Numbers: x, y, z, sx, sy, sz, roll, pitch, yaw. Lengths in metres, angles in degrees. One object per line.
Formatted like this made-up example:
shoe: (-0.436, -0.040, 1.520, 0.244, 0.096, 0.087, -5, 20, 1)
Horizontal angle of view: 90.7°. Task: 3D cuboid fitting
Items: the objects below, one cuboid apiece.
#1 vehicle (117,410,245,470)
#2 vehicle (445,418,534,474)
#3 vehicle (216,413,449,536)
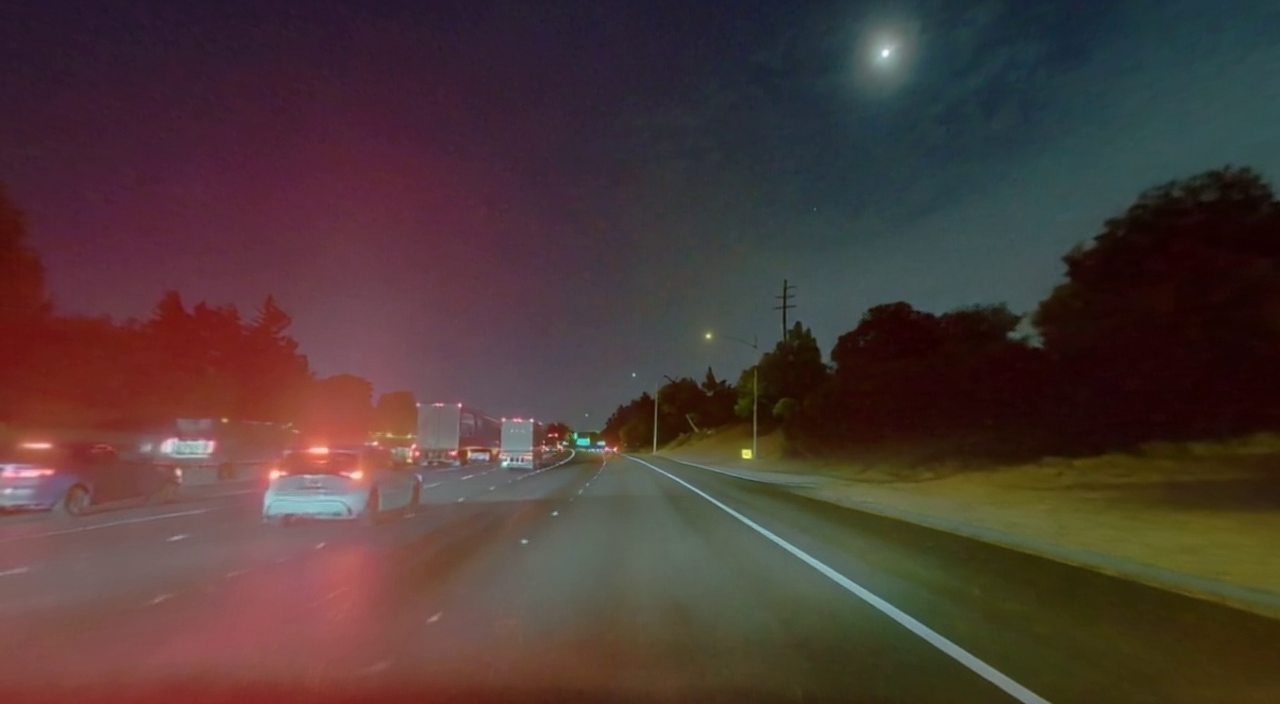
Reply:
vehicle: (-28.539, 5.595, 39.907, 2.846, 3.386, 7.392, 1, -9, -4)
vehicle: (-8.423, 5.592, 37.676, 3.270, 2.674, 14.547, 1, -8, -6)
vehicle: (-5.318, 2.192, 12.013, 2.093, 1.785, 5.303, 0, -8, -4)
